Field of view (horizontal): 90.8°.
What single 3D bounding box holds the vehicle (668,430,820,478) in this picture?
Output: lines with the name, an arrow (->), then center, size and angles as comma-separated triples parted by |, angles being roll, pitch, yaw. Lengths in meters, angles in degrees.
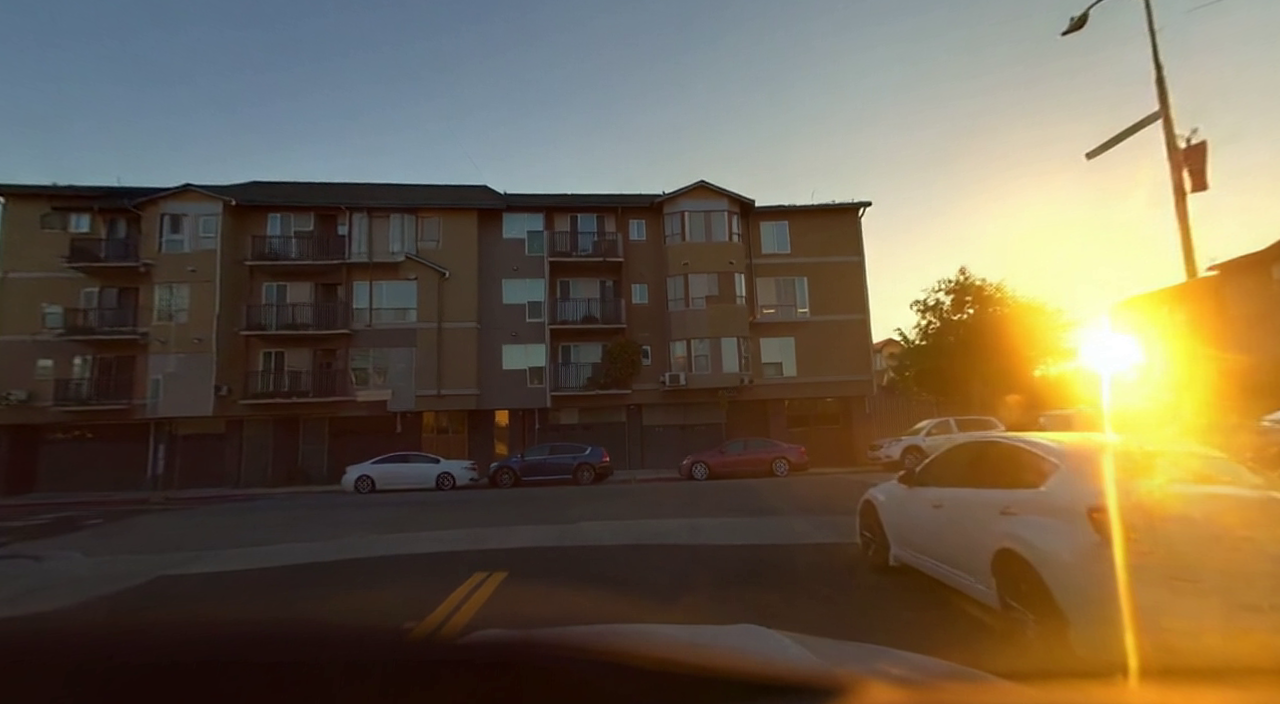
vehicle -> 3.353, 3.377, 20.979 | 4.681, 1.480, 1.817 | 1, -8, -4

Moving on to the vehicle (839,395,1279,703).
vehicle -> 3.212, 1.270, 5.053 | 1.991, 1.489, 4.693 | 0, -8, 4

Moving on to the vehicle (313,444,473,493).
vehicle -> -7.792, 3.706, 20.312 | 4.423, 1.449, 1.813 | 1, -9, -5

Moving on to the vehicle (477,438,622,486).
vehicle -> -2.859, 3.578, 20.698 | 4.489, 1.470, 1.776 | 1, -8, -4
